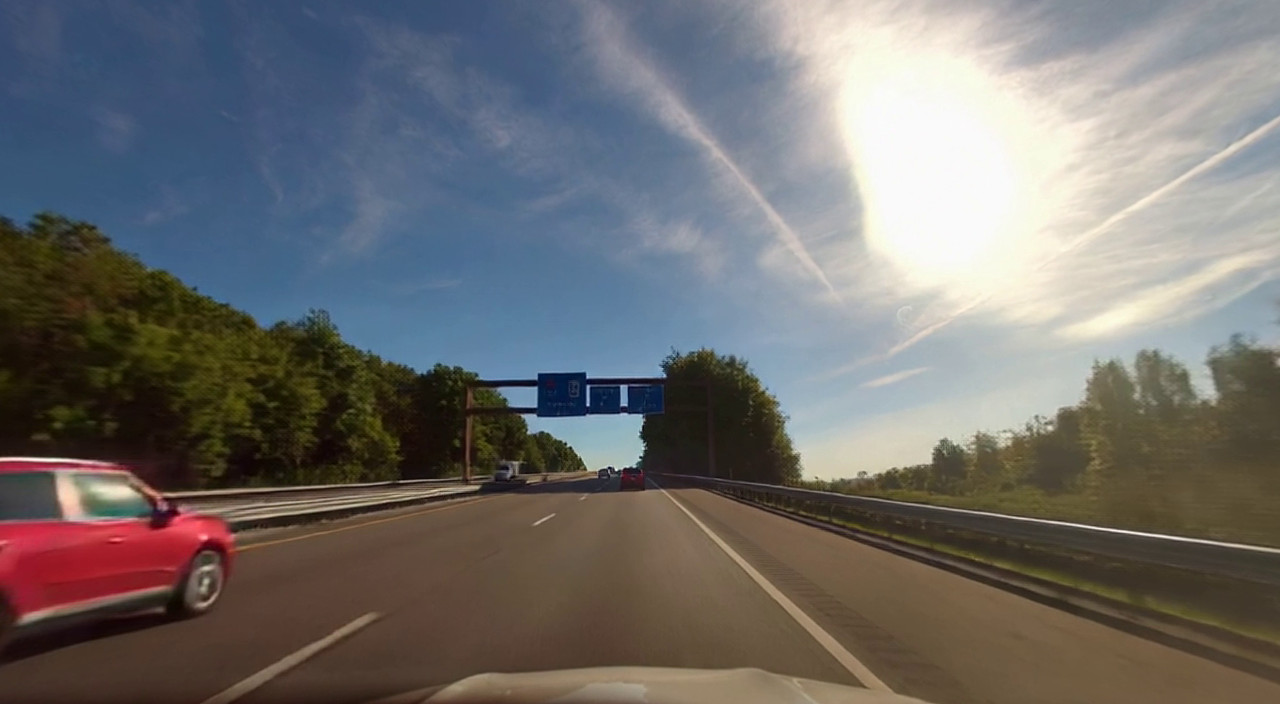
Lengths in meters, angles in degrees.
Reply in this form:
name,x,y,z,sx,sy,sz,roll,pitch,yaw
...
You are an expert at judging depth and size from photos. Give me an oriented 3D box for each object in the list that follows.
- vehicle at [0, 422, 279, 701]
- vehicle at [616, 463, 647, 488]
name,x,y,z,sx,sy,sz,roll,pitch,yaw
vehicle,-4.436,1.170,3.689,2.003,1.479,4.363,1,-11,0
vehicle,-0.617,8.869,45.245,2.107,1.668,4.554,1,-11,0
